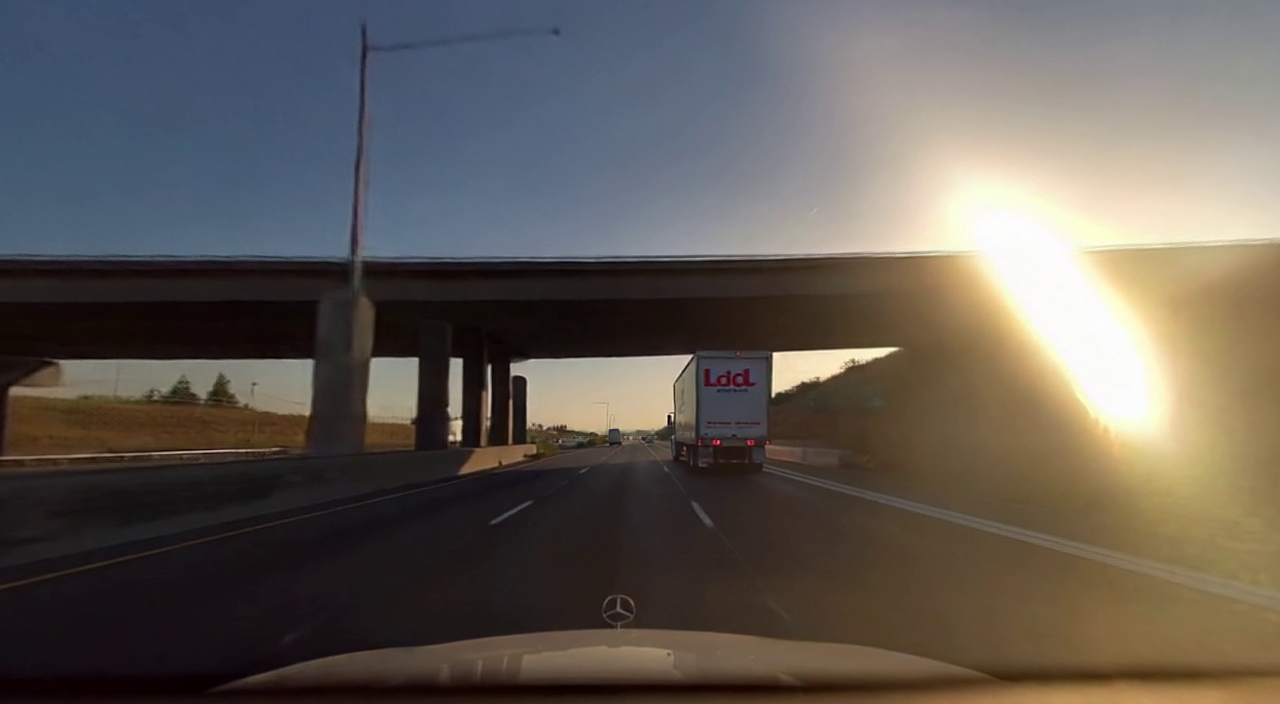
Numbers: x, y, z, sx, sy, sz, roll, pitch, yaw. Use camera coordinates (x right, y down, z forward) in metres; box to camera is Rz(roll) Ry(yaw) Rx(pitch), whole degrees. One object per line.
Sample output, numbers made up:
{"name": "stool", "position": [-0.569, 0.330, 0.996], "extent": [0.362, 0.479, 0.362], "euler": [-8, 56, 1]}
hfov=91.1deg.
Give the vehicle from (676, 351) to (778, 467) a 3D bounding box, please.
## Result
{"name": "vehicle", "position": [3.582, 3.043, 30.252], "extent": [3.034, 4.194, 14.704], "euler": [0, -8, 1]}
